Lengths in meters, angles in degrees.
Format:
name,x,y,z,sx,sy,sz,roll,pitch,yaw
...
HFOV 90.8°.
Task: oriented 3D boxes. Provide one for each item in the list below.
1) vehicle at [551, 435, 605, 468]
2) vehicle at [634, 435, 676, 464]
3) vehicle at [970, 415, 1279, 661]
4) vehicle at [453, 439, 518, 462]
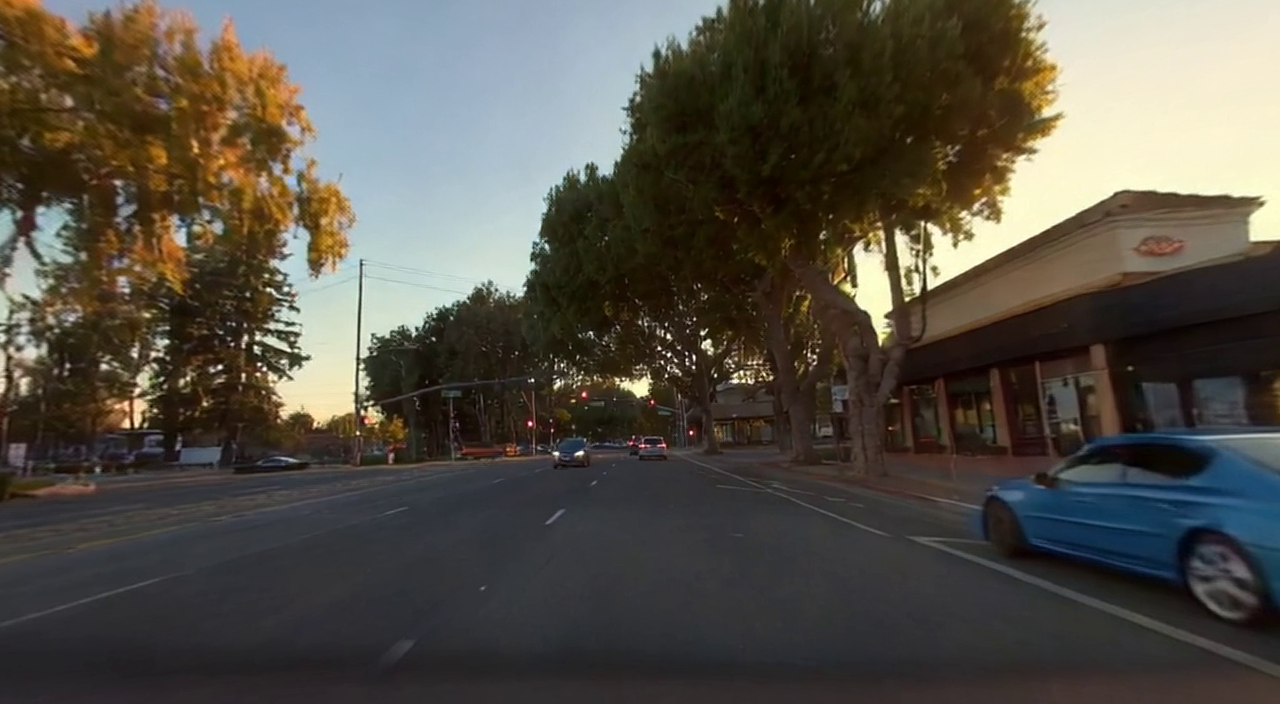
name,x,y,z,sx,sy,sz,roll,pitch,yaw
vehicle,-2.919,4.773,30.528,2.032,1.467,4.411,0,-8,2
vehicle,0.760,5.127,33.309,2.059,1.456,4.047,0,-8,1
vehicle,4.804,1.317,5.134,1.942,1.469,4.049,0,-8,-2
vehicle,-11.729,7.438,47.967,4.541,1.689,1.966,3,-9,-19
